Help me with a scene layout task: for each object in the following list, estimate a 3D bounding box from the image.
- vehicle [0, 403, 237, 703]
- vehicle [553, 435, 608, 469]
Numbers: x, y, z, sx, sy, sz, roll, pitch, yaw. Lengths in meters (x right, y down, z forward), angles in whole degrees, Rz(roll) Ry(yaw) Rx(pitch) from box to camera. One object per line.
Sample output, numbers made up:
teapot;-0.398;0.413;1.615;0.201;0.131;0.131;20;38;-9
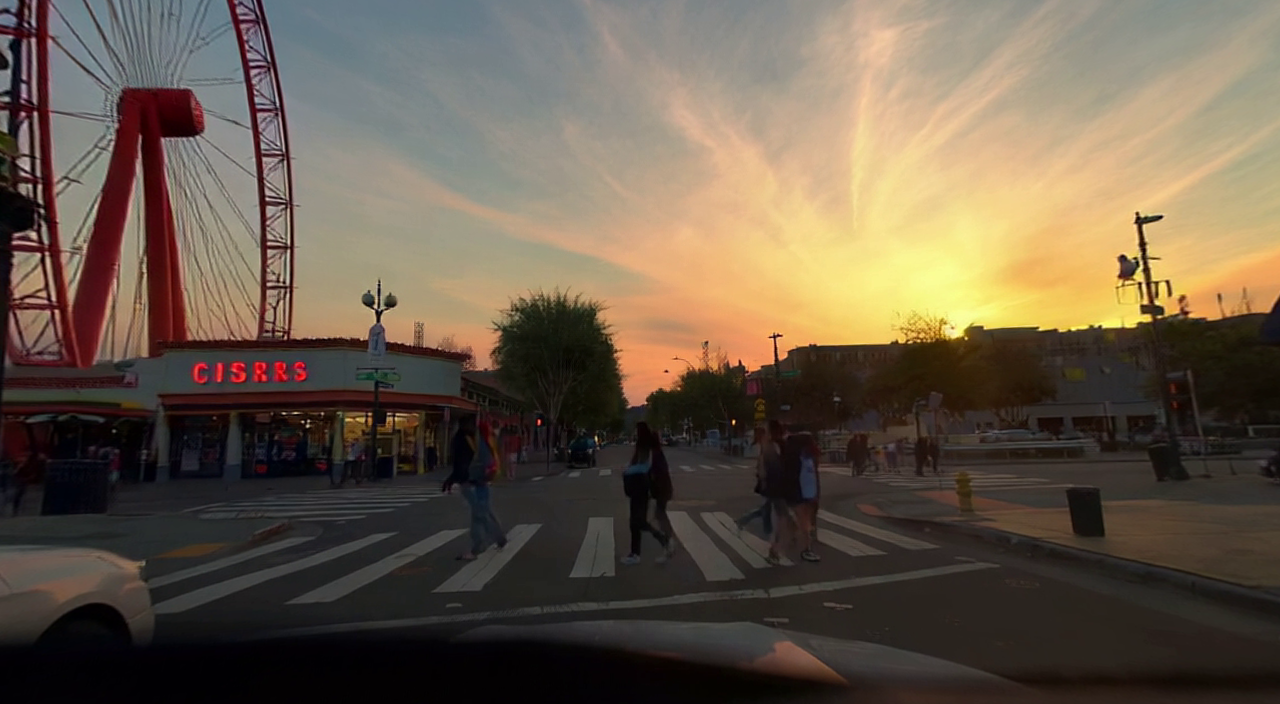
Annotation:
vehicle;-3.371;0.787;1.186;1.940;1.505;4.676;-1;-9;3
vehicle;-3.885;6.355;40.268;2.549;2.000;5.699;2;-9;-15
